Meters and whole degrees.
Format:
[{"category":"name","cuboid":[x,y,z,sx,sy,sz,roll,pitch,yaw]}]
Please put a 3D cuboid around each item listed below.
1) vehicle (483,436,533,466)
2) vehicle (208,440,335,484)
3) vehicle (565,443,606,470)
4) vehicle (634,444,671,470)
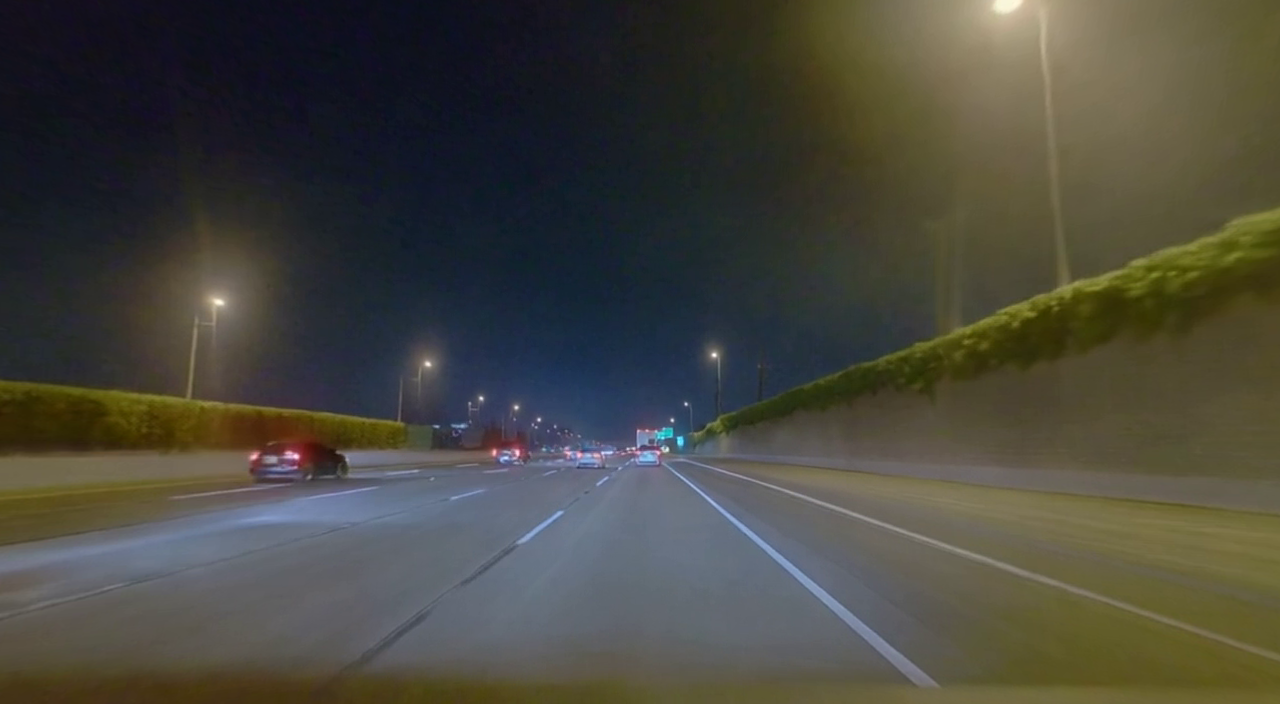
[{"category":"vehicle","cuboid":[-9.674,7.306,46.808,2.339,2.018,5.790,-1,-8,1]},{"category":"vehicle","cuboid":[-13.677,4.078,23.821,1.952,1.469,4.639,0,-8,1]},{"category":"vehicle","cuboid":[-3.185,6.239,37.795,2.056,1.480,4.022,0,-8,1]},{"category":"vehicle","cuboid":[0.739,6.381,38.571,2.073,1.480,4.343,0,-8,0]}]
